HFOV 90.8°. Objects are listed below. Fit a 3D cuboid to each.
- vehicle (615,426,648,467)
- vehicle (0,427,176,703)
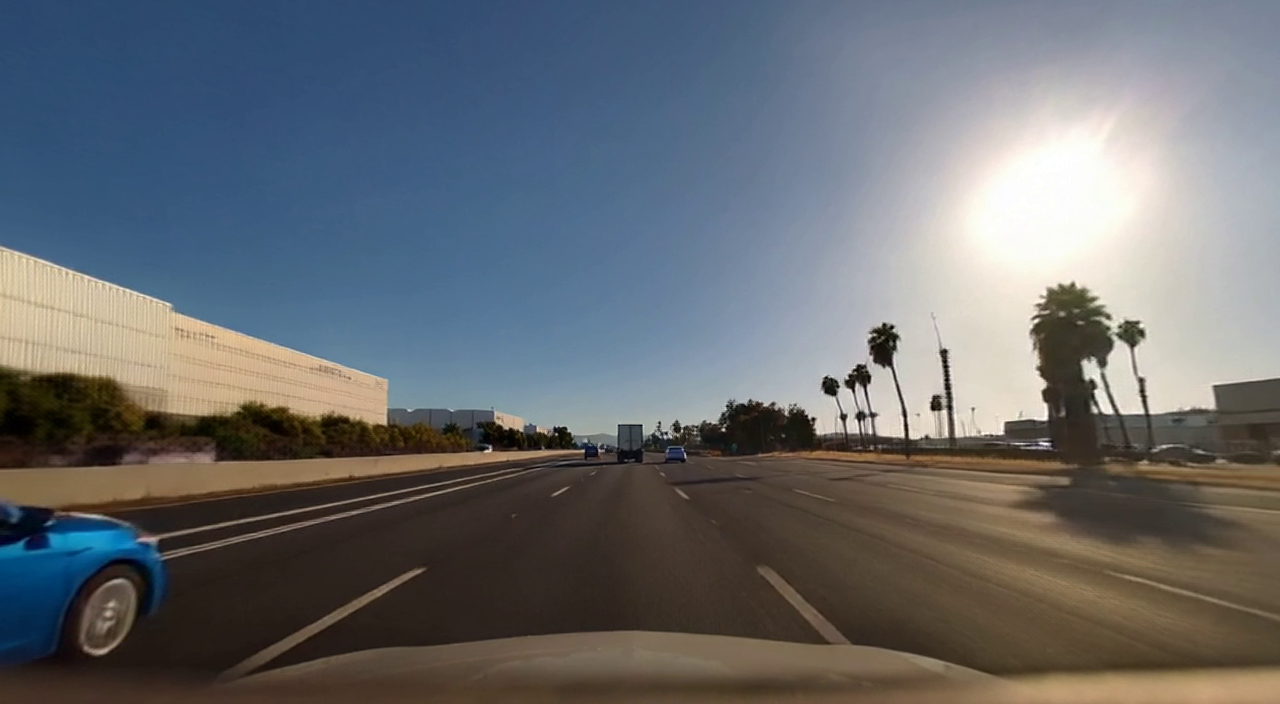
[{"bbox_3d":[-0.746,7.296,48.906,2.364,2.953,6.495,0,-9,-2],"label":"vehicle"},{"bbox_3d":[-3.966,0.907,1.778,2.097,1.447,4.291,0,-9,-1],"label":"vehicle"}]
